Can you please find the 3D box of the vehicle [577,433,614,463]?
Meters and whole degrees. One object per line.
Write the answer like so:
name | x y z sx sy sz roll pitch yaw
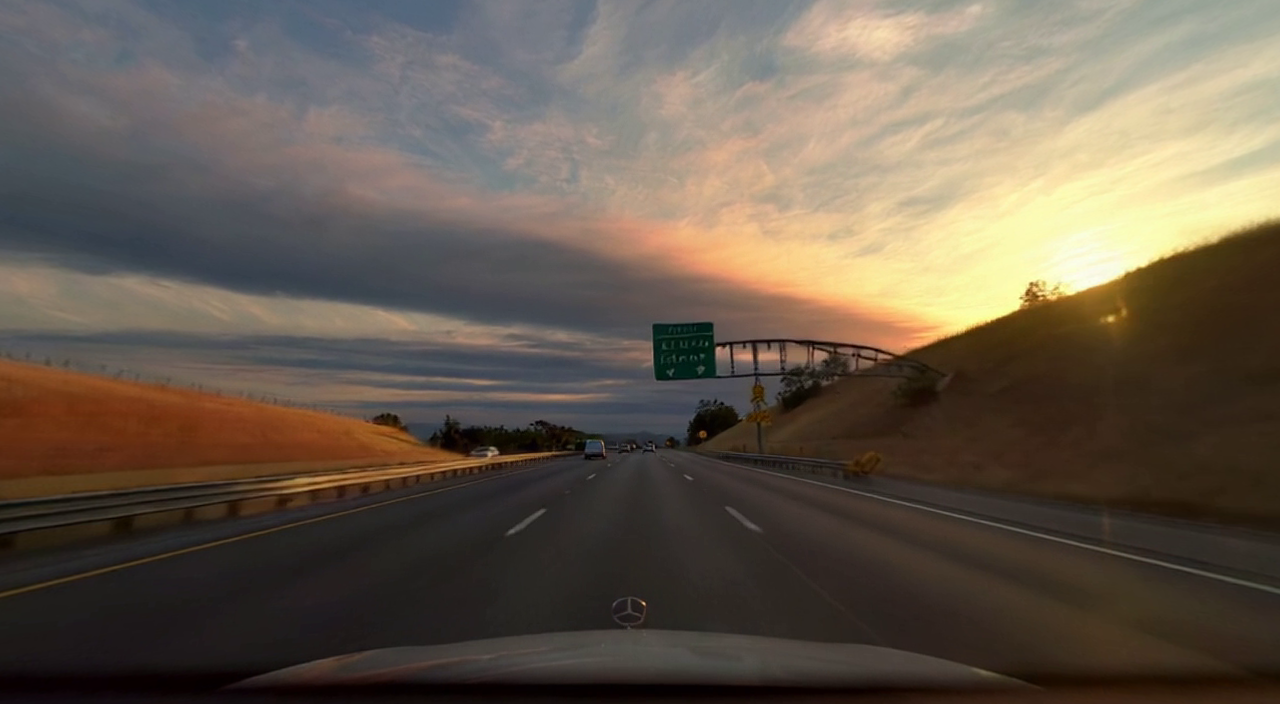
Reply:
vehicle | -3.132 6.934 45.545 2.286 2.011 4.452 0 -8 1
